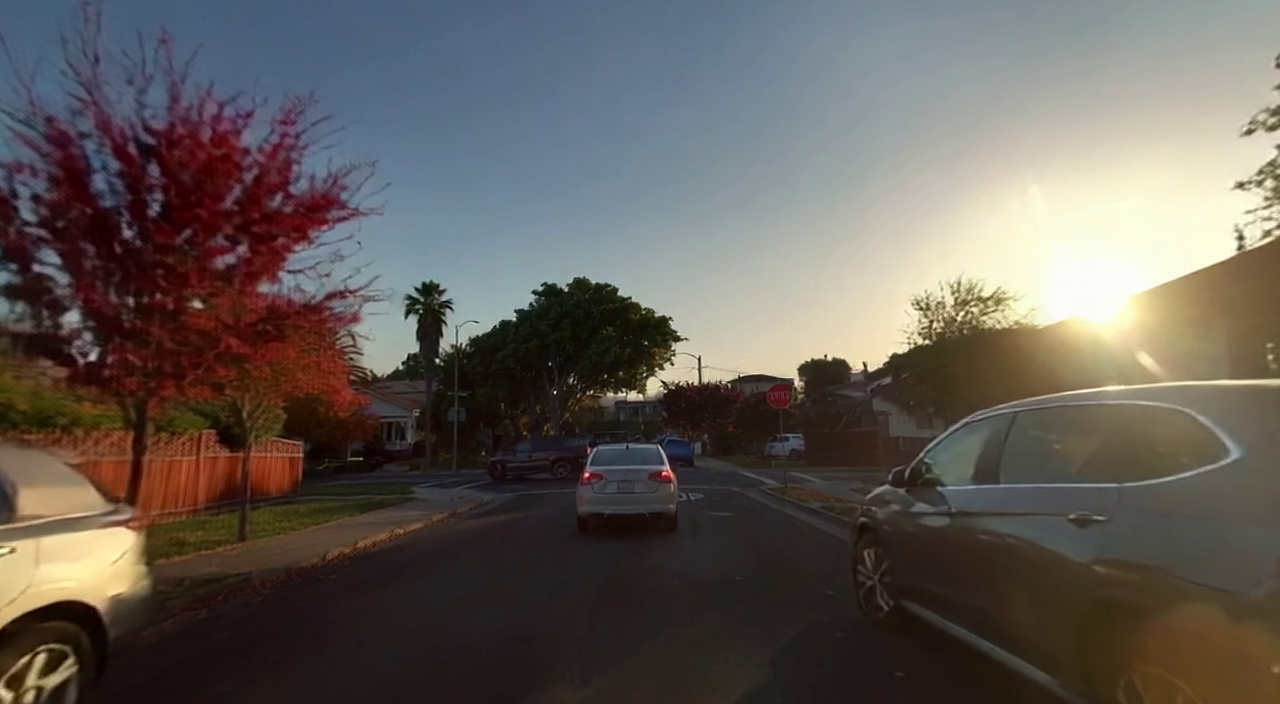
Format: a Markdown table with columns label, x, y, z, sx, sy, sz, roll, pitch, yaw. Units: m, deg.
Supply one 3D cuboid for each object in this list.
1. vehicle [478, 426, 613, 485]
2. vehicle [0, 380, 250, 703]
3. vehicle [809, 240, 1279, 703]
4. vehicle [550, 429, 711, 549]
| label | x | y | z | sx | sy | sz | roll | pitch | yaw |
| --- | --- | --- | --- | --- | --- | --- | --- | --- | --- |
| vehicle | -4.011 | 4.148 | 25.496 | 2.353 | 2.057 | 6.308 | 7 | -11 | -41 |
| vehicle | -3.385 | 0.850 | 1.722 | 1.965 | 1.657 | 4.104 | 0 | -8 | 0 |
| vehicle | 2.594 | 0.921 | 3.210 | 2.179 | 1.813 | 4.815 | 0 | -8 | 1 |
| vehicle | -0.119 | 2.041 | 10.023 | 2.010 | 1.499 | 4.107 | 0 | -9 | 0 |
